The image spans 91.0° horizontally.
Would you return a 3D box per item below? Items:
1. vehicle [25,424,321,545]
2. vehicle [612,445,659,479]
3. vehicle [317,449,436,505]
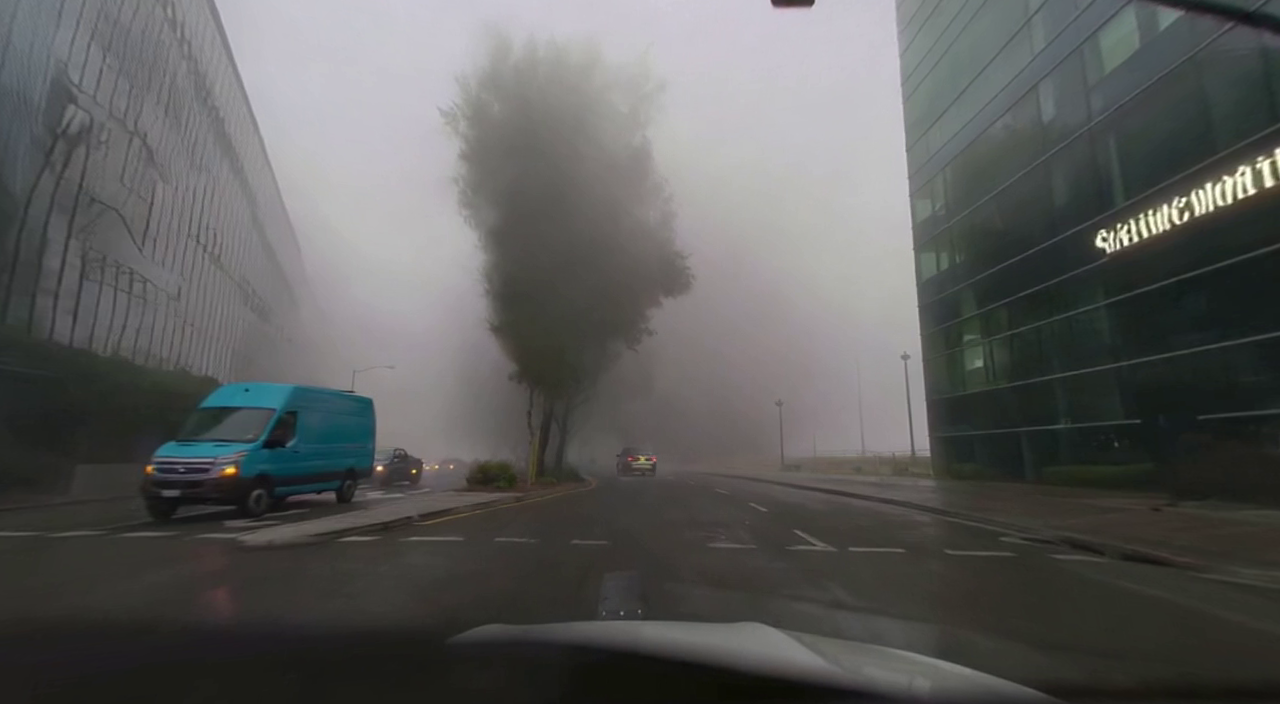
[{"bbox_3d":[-7.858,2.246,11.347,2.028,1.718,4.479,1,-9,-3],"label":"vehicle"},{"bbox_3d":[-0.339,6.342,36.681,2.129,1.816,4.851,1,-9,-7],"label":"vehicle"},{"bbox_3d":[-8.158,3.867,19.942,2.004,1.549,3.947,0,-9,0],"label":"vehicle"}]
